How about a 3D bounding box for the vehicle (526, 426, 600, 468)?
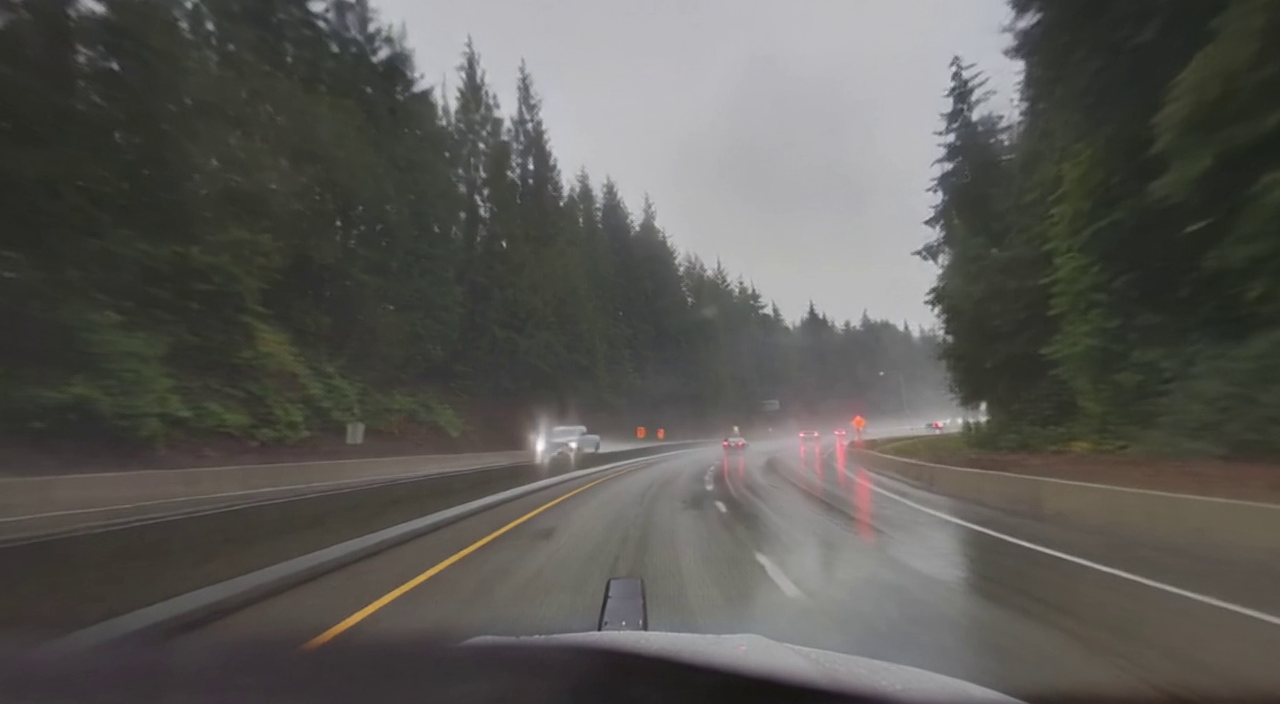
[{"bbox_3d":[-3.472,4.491,29.808,2.103,1.772,5.645,-1,-8,8],"label":"vehicle"}]
